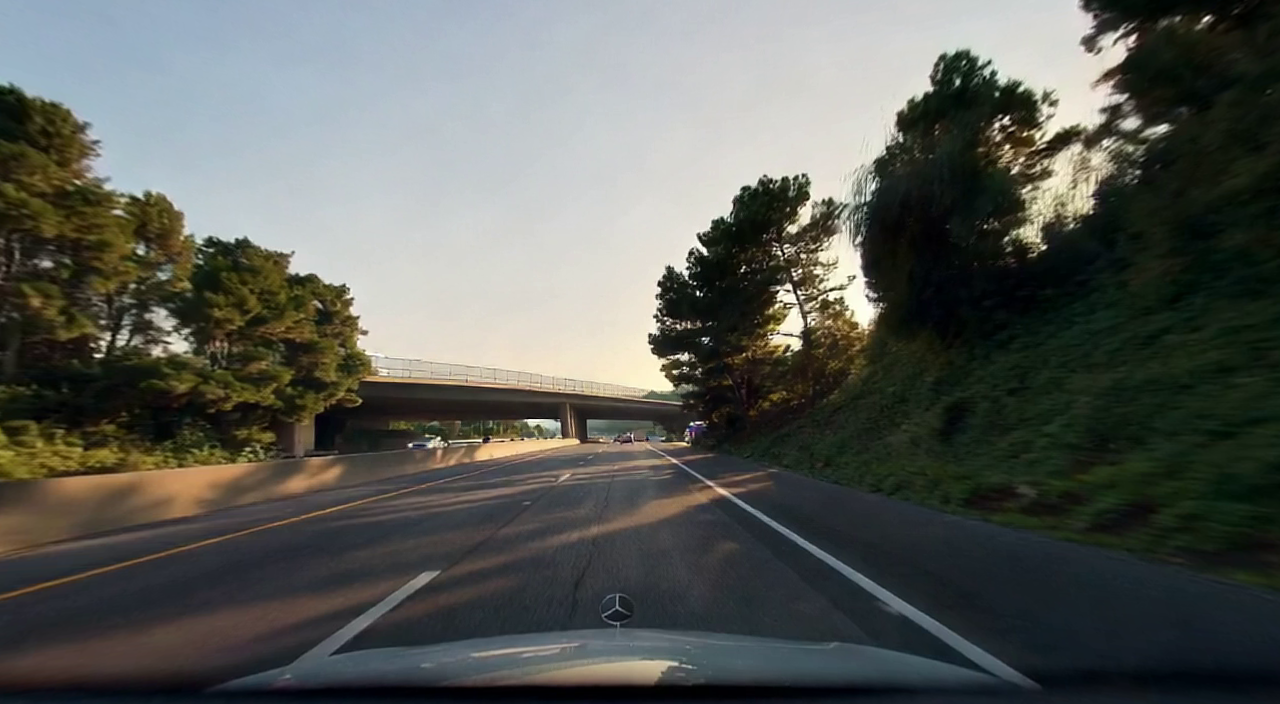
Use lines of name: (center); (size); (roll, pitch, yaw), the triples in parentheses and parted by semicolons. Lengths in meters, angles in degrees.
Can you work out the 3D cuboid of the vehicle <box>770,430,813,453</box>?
vehicle: (10.221, 6.029, 42.584); (1.880, 1.460, 3.770); (0, -8, -2)
